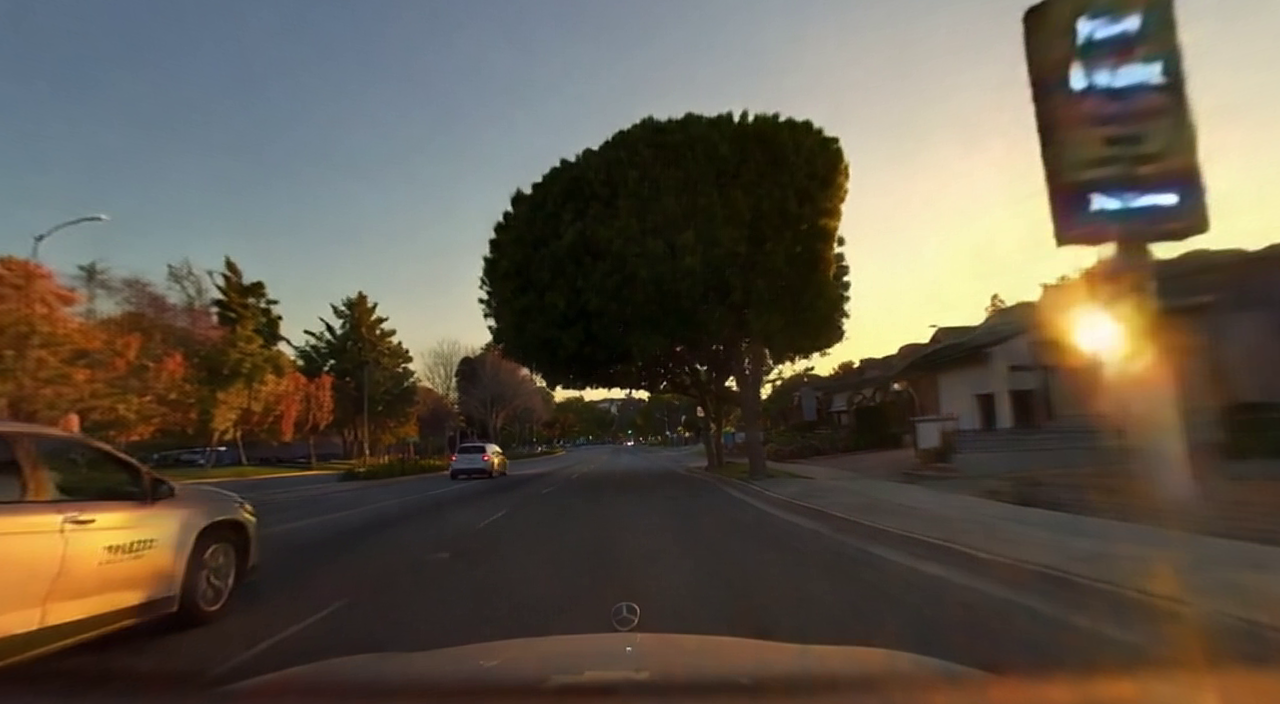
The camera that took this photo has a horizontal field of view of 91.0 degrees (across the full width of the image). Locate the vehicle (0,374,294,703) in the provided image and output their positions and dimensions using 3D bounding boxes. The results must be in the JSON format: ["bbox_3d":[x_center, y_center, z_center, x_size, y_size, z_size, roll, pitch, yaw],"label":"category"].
[{"bbox_3d":[-4.000,0.996,3.274,2.041,1.666,4.182,0,-8,-1],"label":"vehicle"}]

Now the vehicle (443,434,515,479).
[{"bbox_3d":[-7.125,4.658,28.342,2.136,1.844,4.363,0,-8,-1],"label":"vehicle"}]
